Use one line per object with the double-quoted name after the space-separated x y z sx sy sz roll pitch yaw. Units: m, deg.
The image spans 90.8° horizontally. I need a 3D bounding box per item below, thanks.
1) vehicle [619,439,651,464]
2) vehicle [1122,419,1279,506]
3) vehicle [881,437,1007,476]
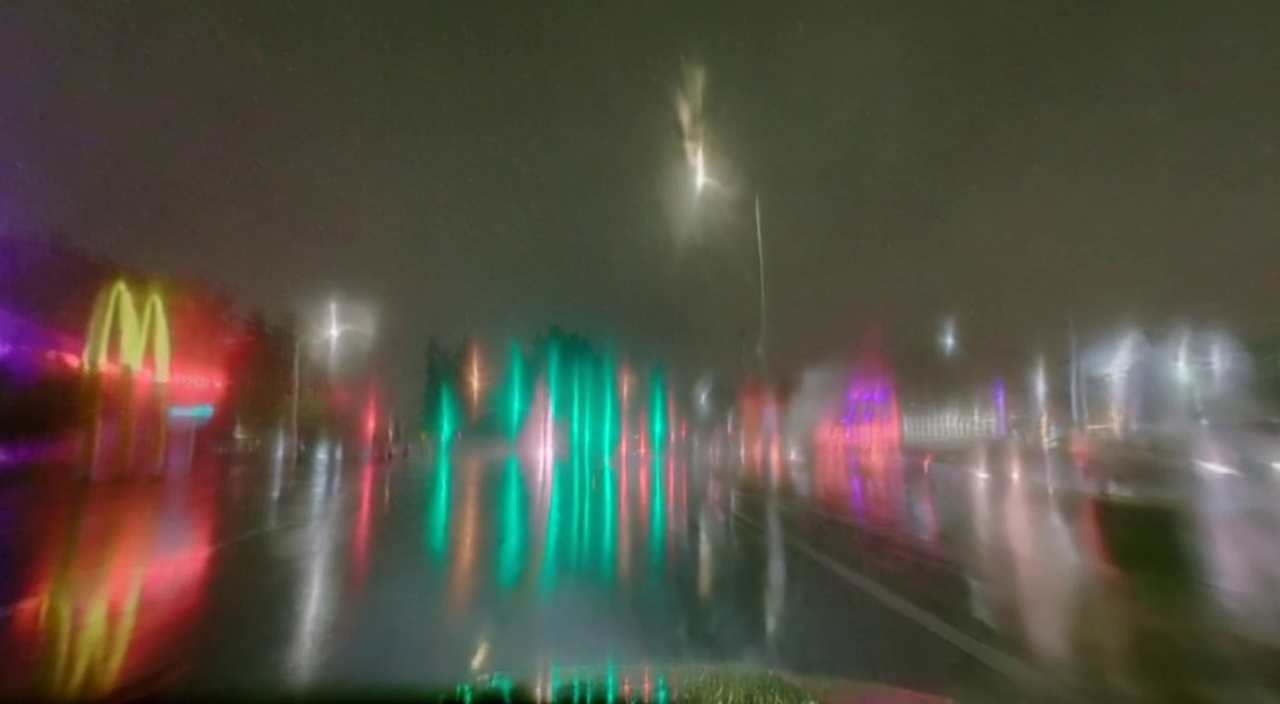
-0.391 7.136 45.512 2.230 1.683 4.204 0 -8 -2 "vehicle"
13.442 2.272 13.264 4.769 1.636 2.281 0 -8 -2 "vehicle"
12.995 4.470 27.221 4.395 1.497 1.975 1 -7 0 "vehicle"
